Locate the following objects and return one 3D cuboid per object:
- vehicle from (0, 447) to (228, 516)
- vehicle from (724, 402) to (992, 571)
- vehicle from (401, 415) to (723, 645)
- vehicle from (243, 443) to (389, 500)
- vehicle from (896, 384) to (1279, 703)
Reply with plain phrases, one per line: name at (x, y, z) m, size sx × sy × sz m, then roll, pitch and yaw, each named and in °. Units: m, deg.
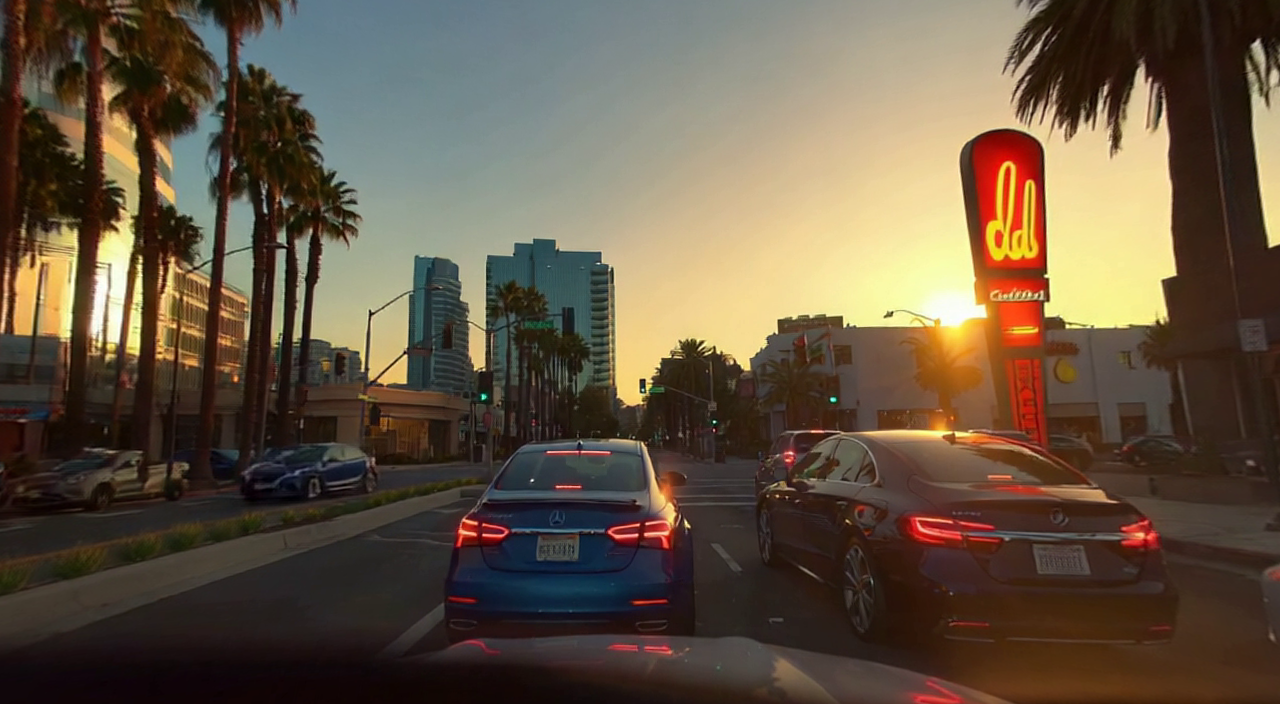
vehicle at (-12.856, 3.138, 15.936) m, size 1.870 × 1.475 × 4.531 m, roll 0°, pitch -9°, yaw 0°
vehicle at (2.617, 1.761, 8.993) m, size 2.096 × 1.775 × 4.440 m, roll 0°, pitch -9°, yaw -2°
vehicle at (-0.512, 1.473, 6.236) m, size 2.096 × 1.492 × 4.071 m, roll 0°, pitch -9°, yaw 0°
vehicle at (-9.191, 3.406, 18.445) m, size 1.949 × 1.442 × 4.502 m, roll 0°, pitch -9°, yaw -2°
vehicle at (2.606, 0.813, 1.499) m, size 2.085 × 1.469 × 4.458 m, roll 0°, pitch -9°, yaw -1°
